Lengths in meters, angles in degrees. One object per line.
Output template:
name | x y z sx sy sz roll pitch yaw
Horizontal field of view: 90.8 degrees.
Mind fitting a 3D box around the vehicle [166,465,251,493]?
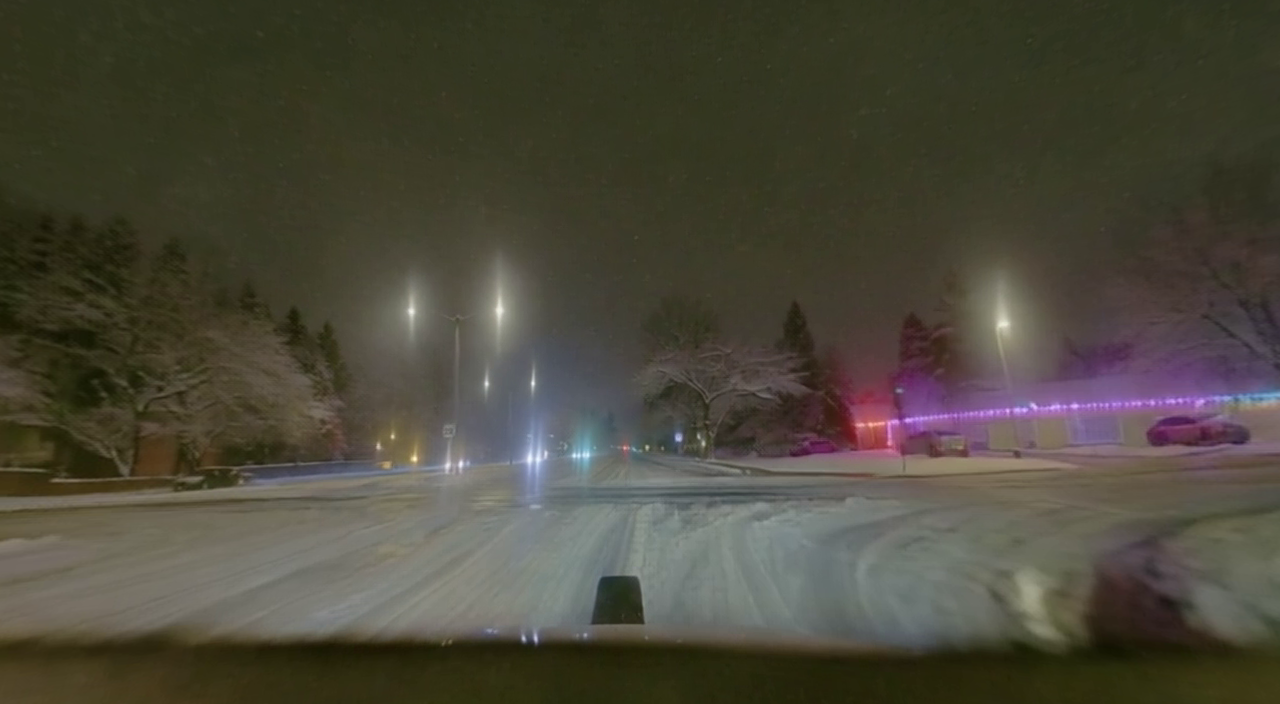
vehicle | -26.156 7.678 38.492 1.828 1.448 4.689 0 -9 1

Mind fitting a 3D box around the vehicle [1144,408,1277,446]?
vehicle | 29.896 3.982 33.201 4.934 1.910 2.165 0 -9 -3

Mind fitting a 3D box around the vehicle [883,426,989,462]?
vehicle | 15.024 4.669 32.228 4.268 1.589 2.156 -2 -8 -6
